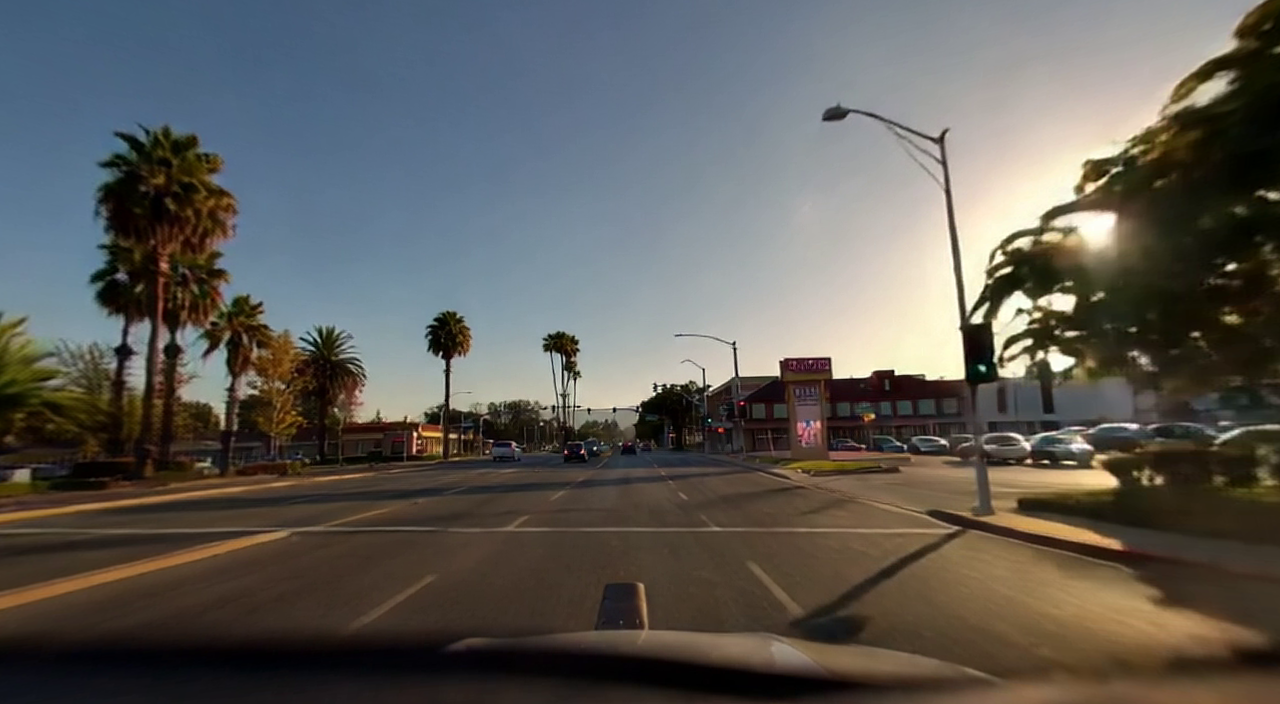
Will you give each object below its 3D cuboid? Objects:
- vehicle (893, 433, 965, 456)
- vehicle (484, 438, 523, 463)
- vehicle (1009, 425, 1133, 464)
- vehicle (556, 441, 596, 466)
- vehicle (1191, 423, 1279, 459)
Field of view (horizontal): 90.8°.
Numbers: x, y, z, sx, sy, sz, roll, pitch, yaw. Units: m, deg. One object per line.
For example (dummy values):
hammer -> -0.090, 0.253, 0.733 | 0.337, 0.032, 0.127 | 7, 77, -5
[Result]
vehicle -> 20.997, 6.759, 45.894 | 4.505, 1.584, 2.015 | -5, -10, 27
vehicle -> -10.407, 7.533, 48.377 | 2.022, 1.746, 4.406 | 0, -9, 0
vehicle -> 20.534, 4.458, 30.378 | 4.548, 1.741, 1.971 | -4, -10, 25
vehicle -> -4.004, 6.422, 40.214 | 2.181, 1.483, 4.123 | 0, -9, -1
vehicle -> 27.175, 3.828, 27.063 | 4.809, 1.499, 2.130 | -4, -10, 23
